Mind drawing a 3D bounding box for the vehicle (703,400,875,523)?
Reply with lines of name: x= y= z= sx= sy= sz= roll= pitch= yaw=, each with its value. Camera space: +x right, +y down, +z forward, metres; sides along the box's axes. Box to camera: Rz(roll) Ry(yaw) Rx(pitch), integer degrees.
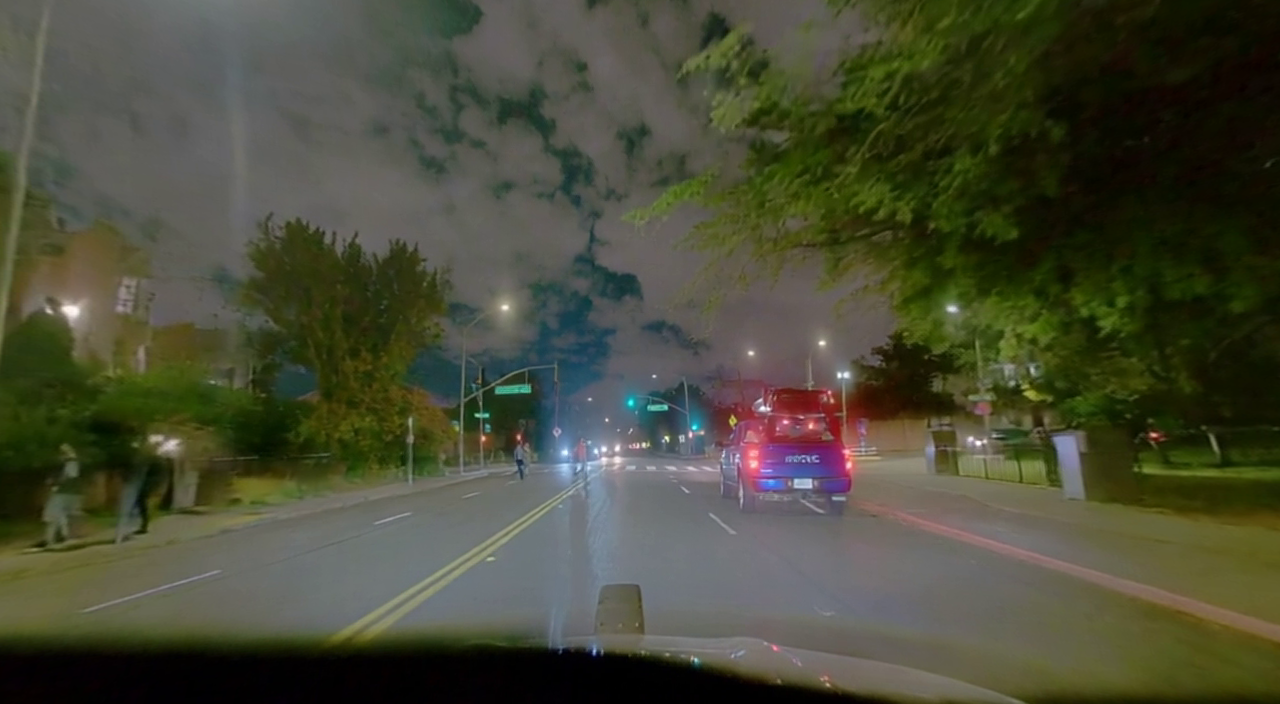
vehicle: x=2.730 y=2.214 z=13.229 sx=2.177 sy=2.015 sz=5.463 roll=0 pitch=-8 yaw=-1
